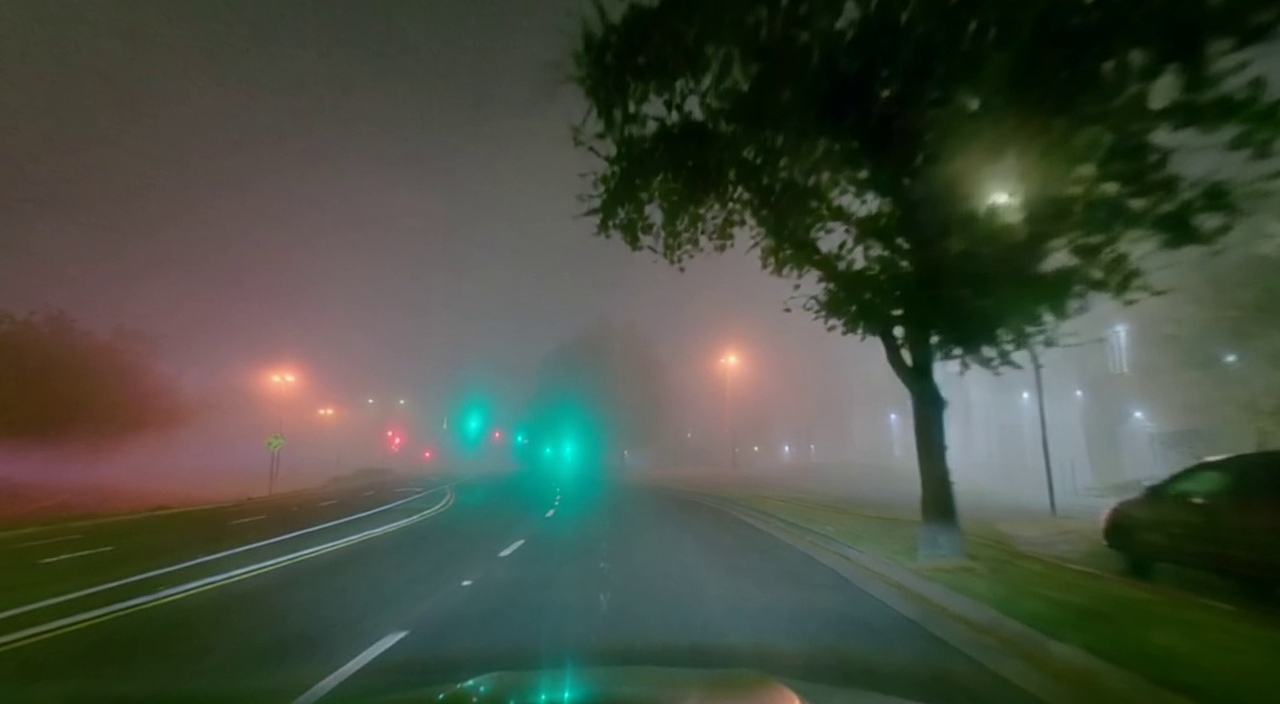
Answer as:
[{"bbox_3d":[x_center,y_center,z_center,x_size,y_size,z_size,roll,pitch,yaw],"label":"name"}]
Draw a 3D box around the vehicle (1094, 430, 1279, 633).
[{"bbox_3d":[7.820,1.845,6.696,2.456,2.057,5.270,-3,-9,7],"label":"vehicle"}]
